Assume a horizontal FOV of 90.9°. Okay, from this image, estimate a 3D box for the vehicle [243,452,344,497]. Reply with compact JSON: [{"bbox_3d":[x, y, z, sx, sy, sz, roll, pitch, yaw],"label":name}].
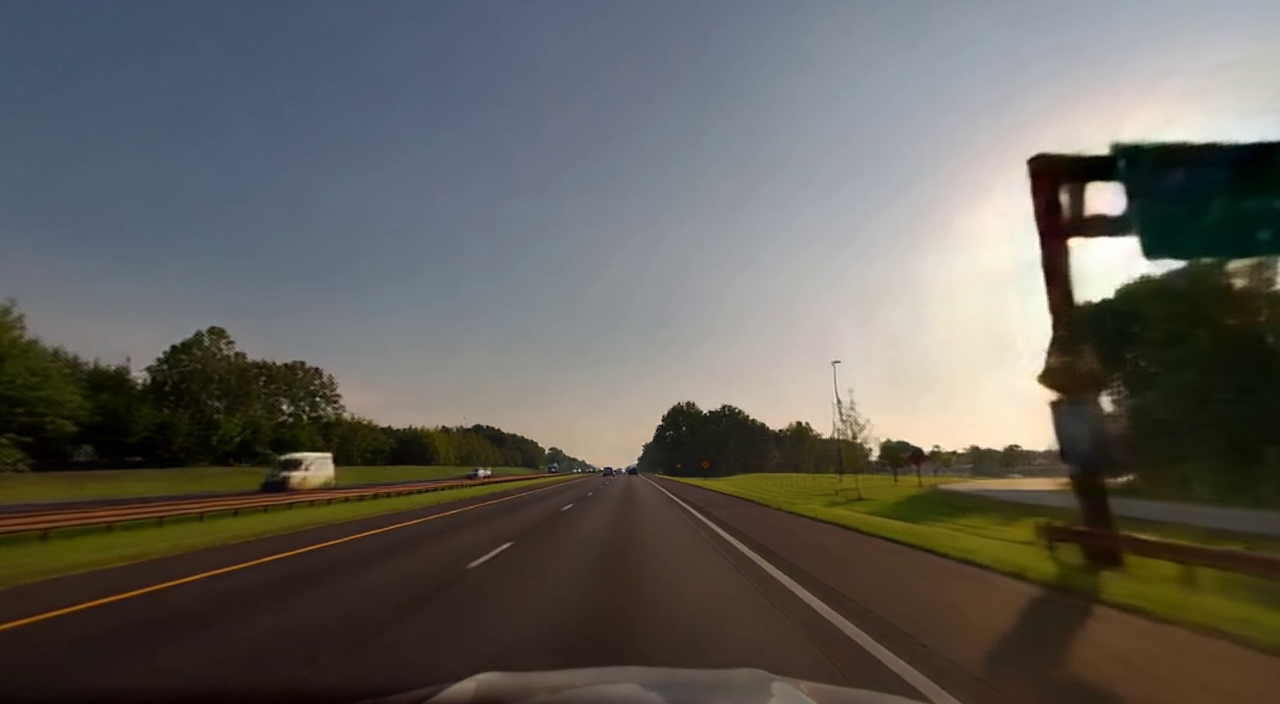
[{"bbox_3d":[-16.240,5.787,29.873,2.038,1.869,4.719,1,-11,-1],"label":"vehicle"}]
